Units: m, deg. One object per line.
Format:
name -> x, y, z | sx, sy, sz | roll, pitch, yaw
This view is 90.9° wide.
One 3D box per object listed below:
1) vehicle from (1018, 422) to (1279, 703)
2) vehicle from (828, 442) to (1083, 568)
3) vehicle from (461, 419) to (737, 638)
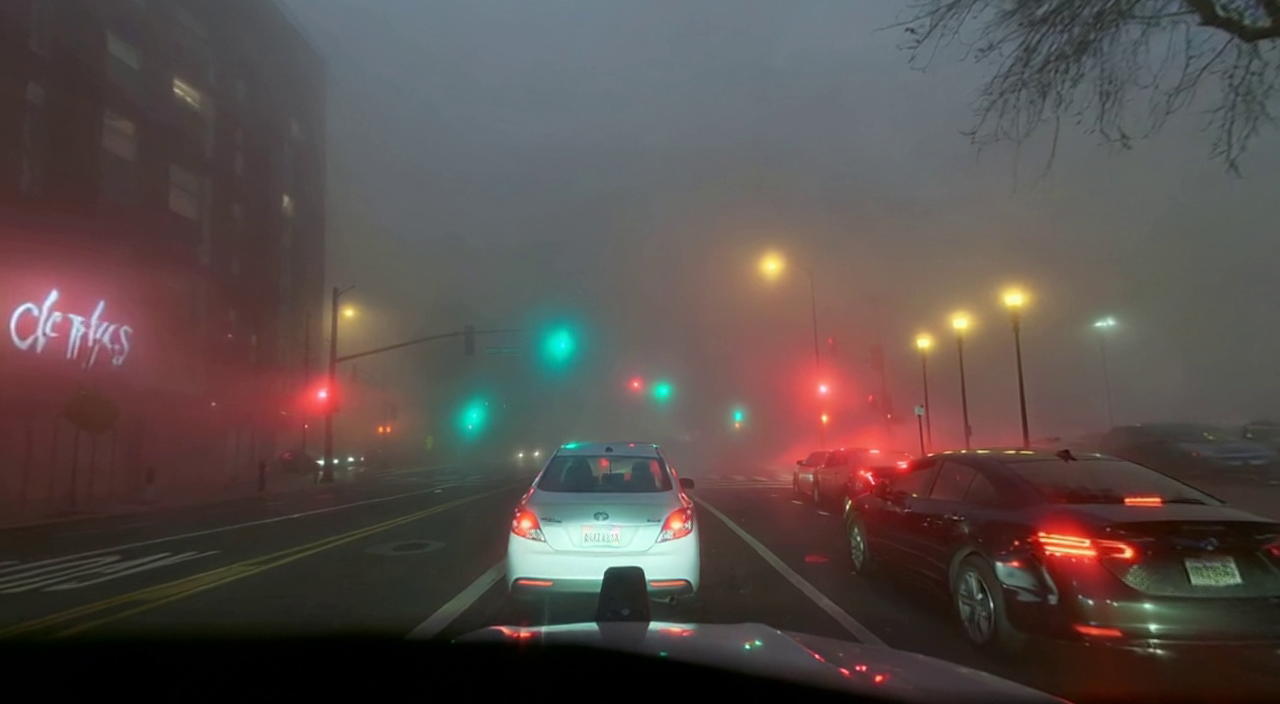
vehicle -> 3.177, 0.828, 1.110 | 2.006, 1.496, 4.767 | 0, -9, -1
vehicle -> 4.538, 2.210, 10.048 | 1.912, 1.505, 4.618 | -1, -8, 4
vehicle -> -0.283, 1.494, 6.257 | 1.888, 1.489, 3.703 | 0, -8, 0
